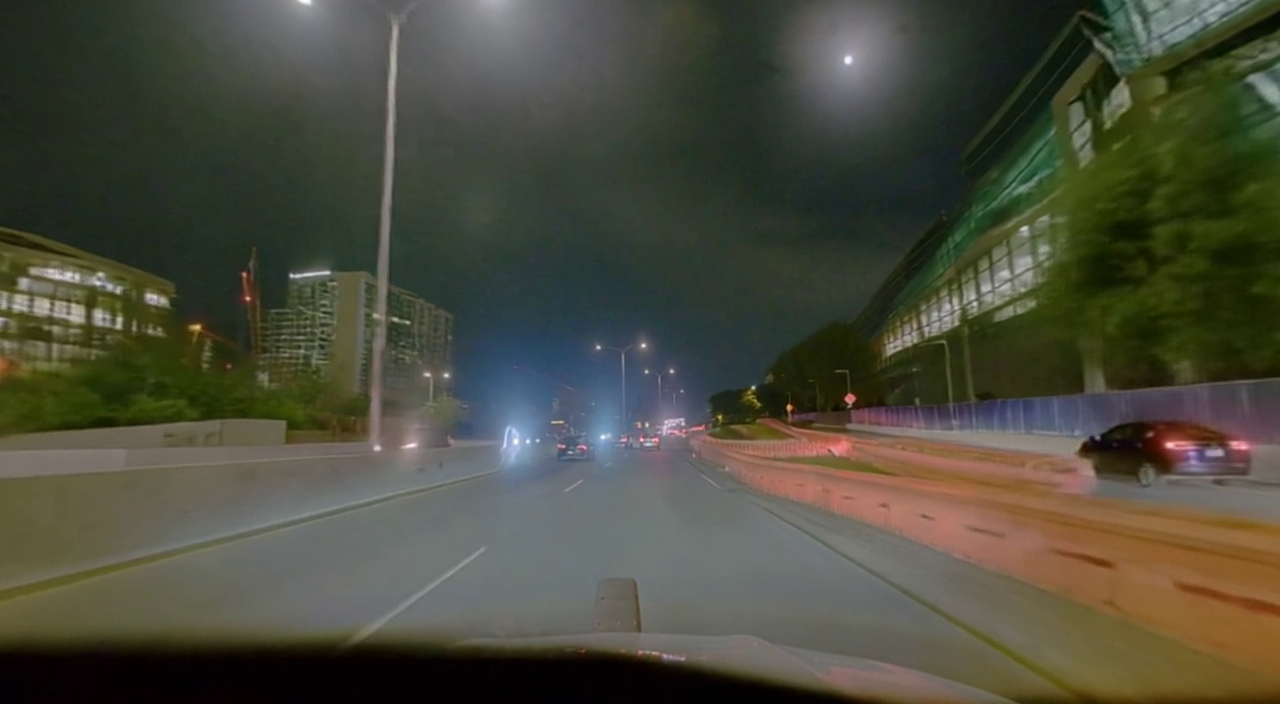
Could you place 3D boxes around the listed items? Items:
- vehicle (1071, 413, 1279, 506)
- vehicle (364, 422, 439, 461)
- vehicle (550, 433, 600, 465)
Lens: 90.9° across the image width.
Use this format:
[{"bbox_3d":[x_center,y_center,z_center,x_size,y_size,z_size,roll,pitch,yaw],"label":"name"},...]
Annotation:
[{"bbox_3d":[10.444,2.005,12.163,1.913,1.499,3.581,-1,-8,6],"label":"vehicle"},{"bbox_3d":[-13.008,4.923,34.782,2.013,1.983,4.980,0,-8,2],"label":"vehicle"},{"bbox_3d":[-3.096,4.702,30.814,1.848,1.406,4.013,0,-8,2],"label":"vehicle"}]
